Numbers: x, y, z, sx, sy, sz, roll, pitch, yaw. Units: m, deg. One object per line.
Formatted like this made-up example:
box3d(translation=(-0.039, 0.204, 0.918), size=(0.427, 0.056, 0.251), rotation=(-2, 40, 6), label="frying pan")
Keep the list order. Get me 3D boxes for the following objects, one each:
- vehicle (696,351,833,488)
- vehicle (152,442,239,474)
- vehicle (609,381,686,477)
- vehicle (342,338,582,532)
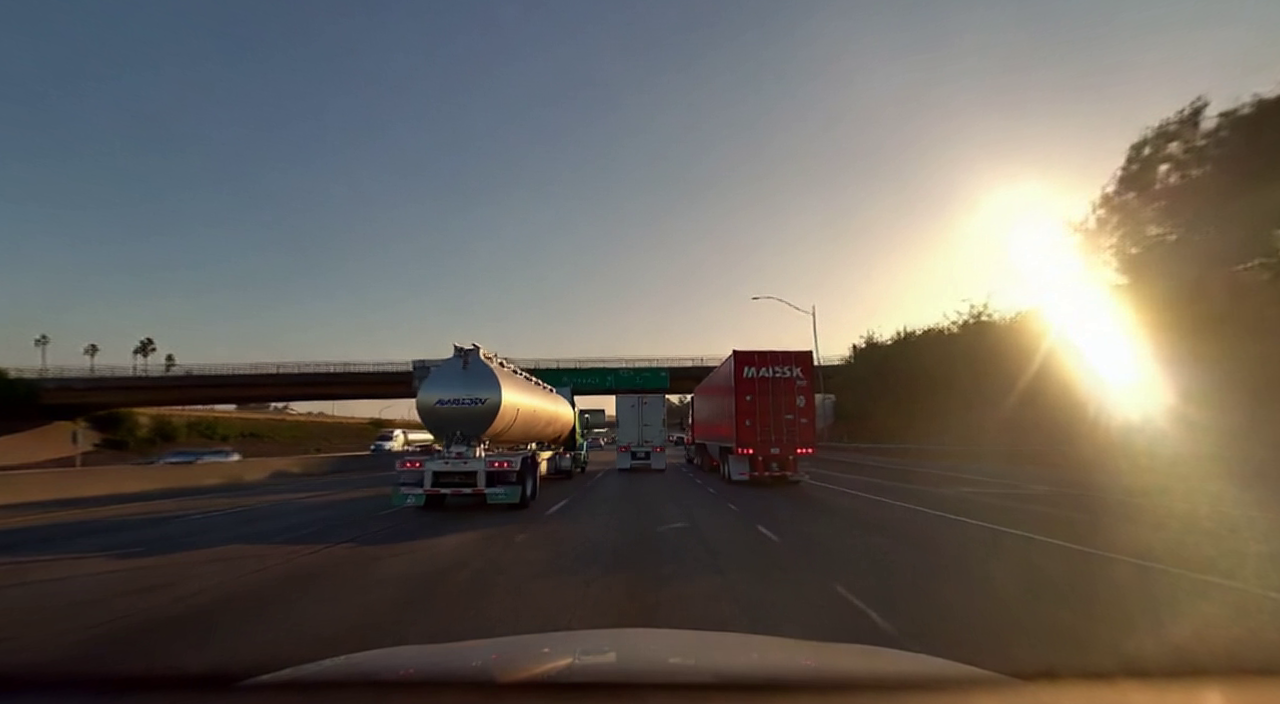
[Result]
box3d(translation=(4.410, 3.074, 26.479), size=(2.887, 4.178, 14.553), rotation=(0, -8, 0), label="vehicle")
box3d(translation=(-23.802, 5.643, 33.959), size=(1.697, 1.596, 4.029), rotation=(0, -8, 0), label="vehicle")
box3d(translation=(0.447, 4.410, 34.705), size=(3.097, 3.856, 18.209), rotation=(0, -8, 1), label="vehicle")
box3d(translation=(-3.464, 2.157, 16.091), size=(2.786, 3.228, 11.082), rotation=(0, -8, 1), label="vehicle")
